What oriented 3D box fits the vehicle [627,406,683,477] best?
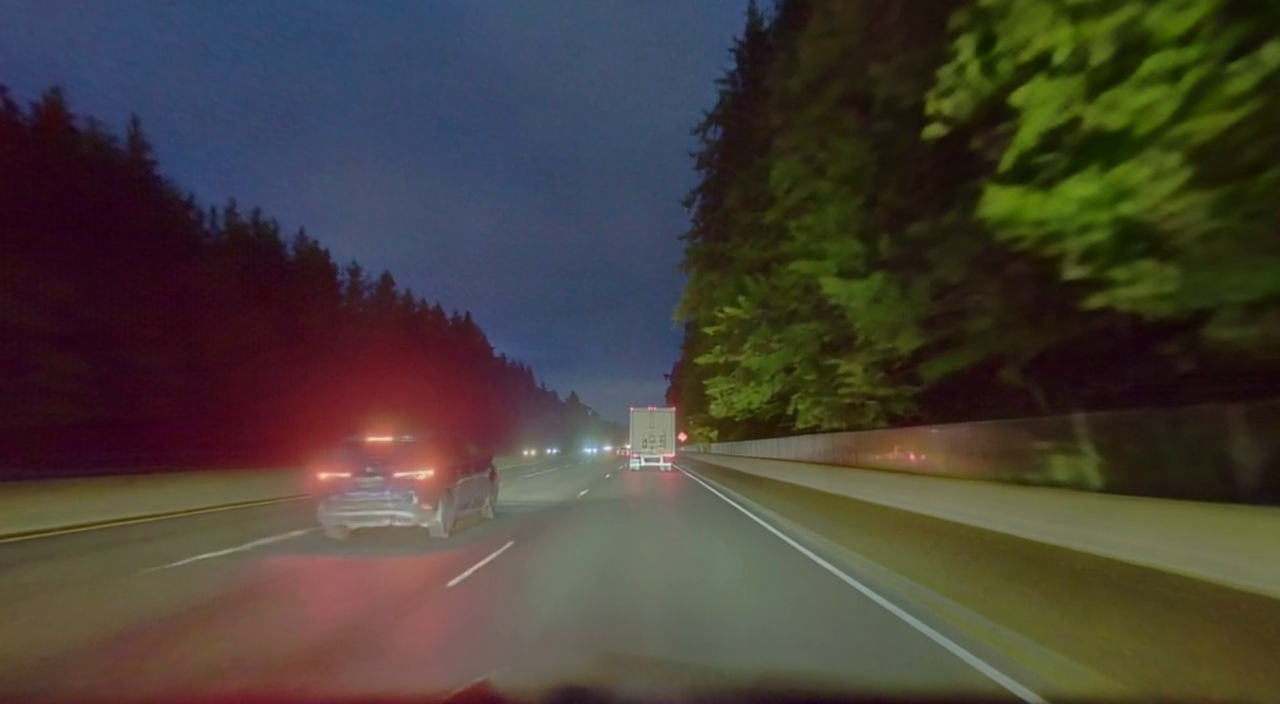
[{"bbox_3d":[0.851,5.748,39.865,2.976,3.800,12.335,0,-9,0],"label":"vehicle"}]

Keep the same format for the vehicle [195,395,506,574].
[{"bbox_3d":[-3.700,1.850,9.522,2.226,1.933,5.179,0,-9,0],"label":"vehicle"}]
